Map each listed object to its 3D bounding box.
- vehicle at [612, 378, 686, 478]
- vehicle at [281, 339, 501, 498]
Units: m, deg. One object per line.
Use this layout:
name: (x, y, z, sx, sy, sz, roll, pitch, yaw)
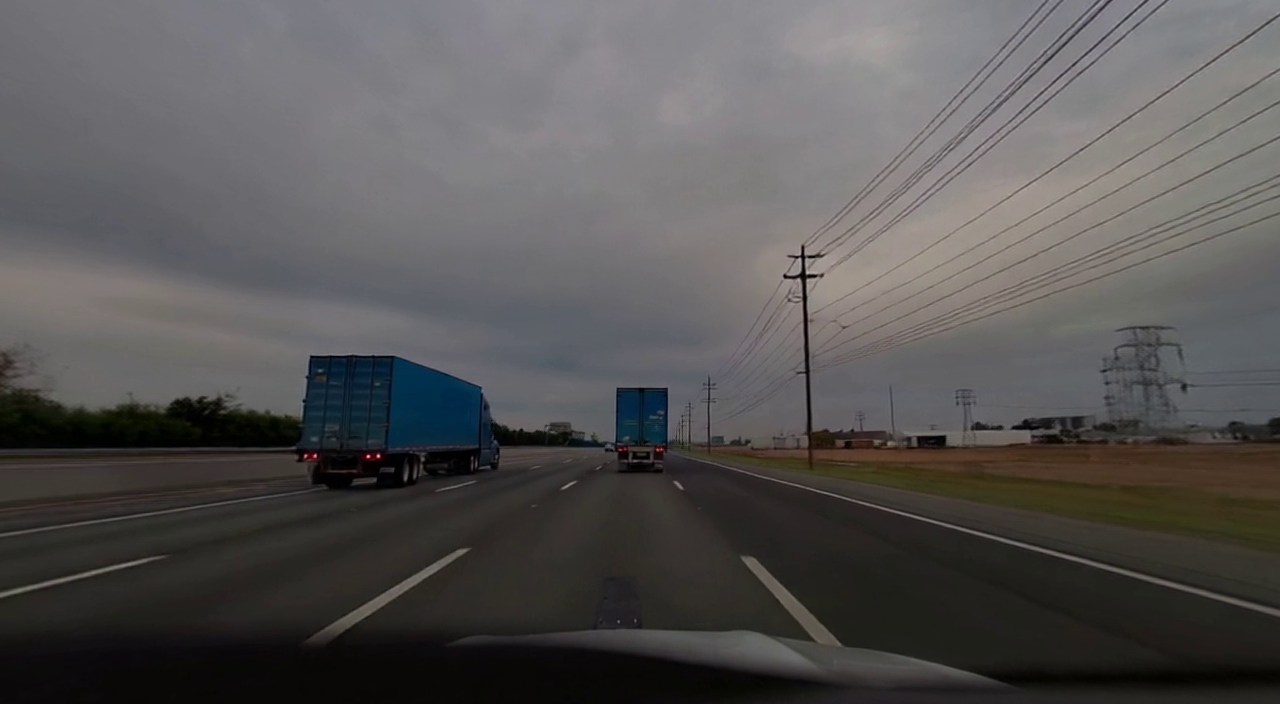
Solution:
vehicle: (0.301, 3.703, 29.794, 2.858, 3.847, 10.034, 0, -8, -1)
vehicle: (-7.495, 2.455, 21.567, 2.937, 3.981, 11.119, -1, -8, 0)
